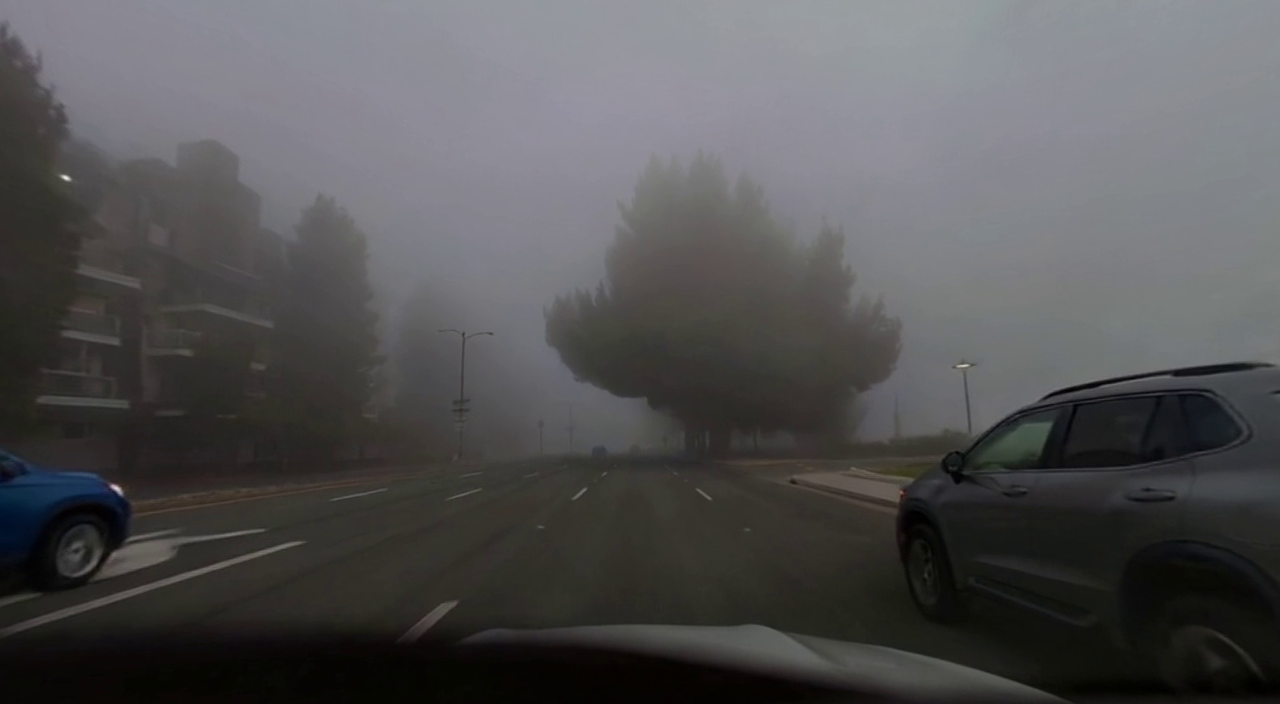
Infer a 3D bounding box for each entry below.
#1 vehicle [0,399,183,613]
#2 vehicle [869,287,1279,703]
[{"bbox_3d":[-6.139,1.165,4.561,2.069,1.690,4.837,0,-9,-1],"label":"vehicle"},{"bbox_3d":[2.912,0.831,2.740,2.047,1.768,4.607,0,-9,0],"label":"vehicle"}]
